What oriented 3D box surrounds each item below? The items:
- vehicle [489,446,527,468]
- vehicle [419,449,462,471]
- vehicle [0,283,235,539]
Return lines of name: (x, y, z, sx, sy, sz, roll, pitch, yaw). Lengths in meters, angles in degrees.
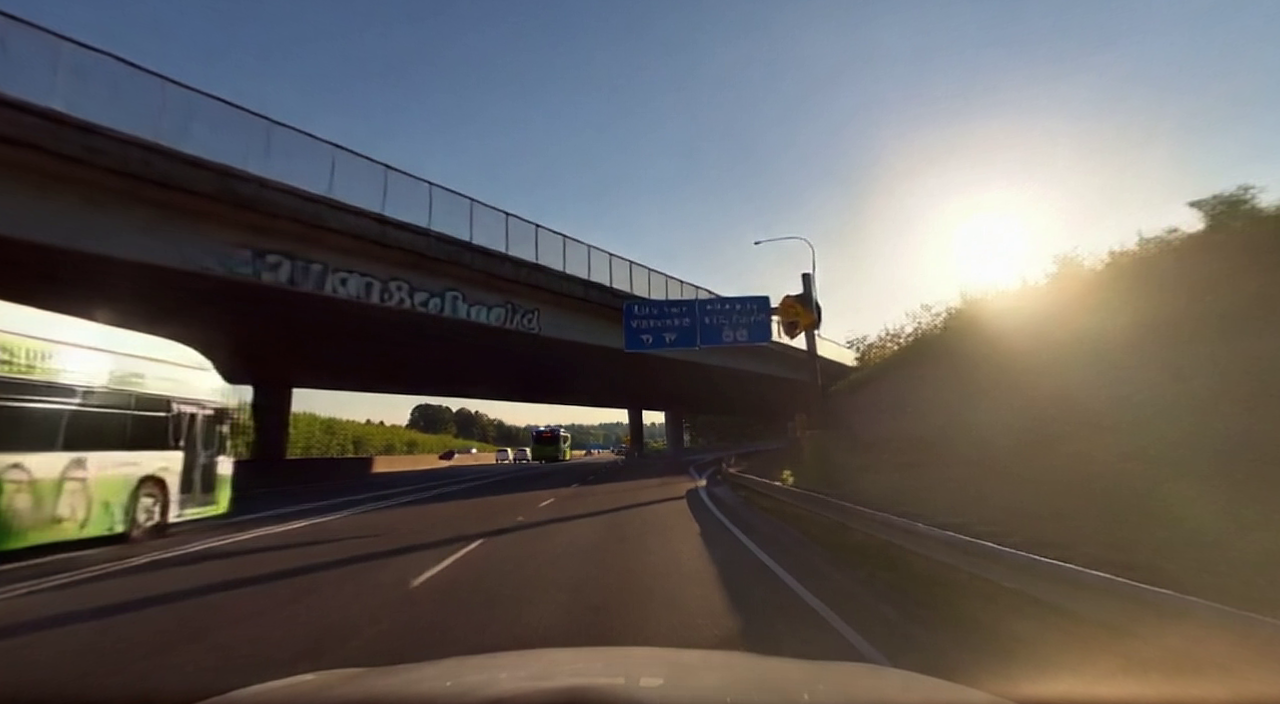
vehicle: (-10.399, 8.283, 49.929, 1.979, 1.600, 4.516, 0, -8, 1)
vehicle: (-14.577, 7.885, 46.248, 1.878, 1.470, 3.825, 0, -8, 0)
vehicle: (-10.514, 0.571, 7.068, 2.986, 3.574, 13.570, 0, -8, 0)
